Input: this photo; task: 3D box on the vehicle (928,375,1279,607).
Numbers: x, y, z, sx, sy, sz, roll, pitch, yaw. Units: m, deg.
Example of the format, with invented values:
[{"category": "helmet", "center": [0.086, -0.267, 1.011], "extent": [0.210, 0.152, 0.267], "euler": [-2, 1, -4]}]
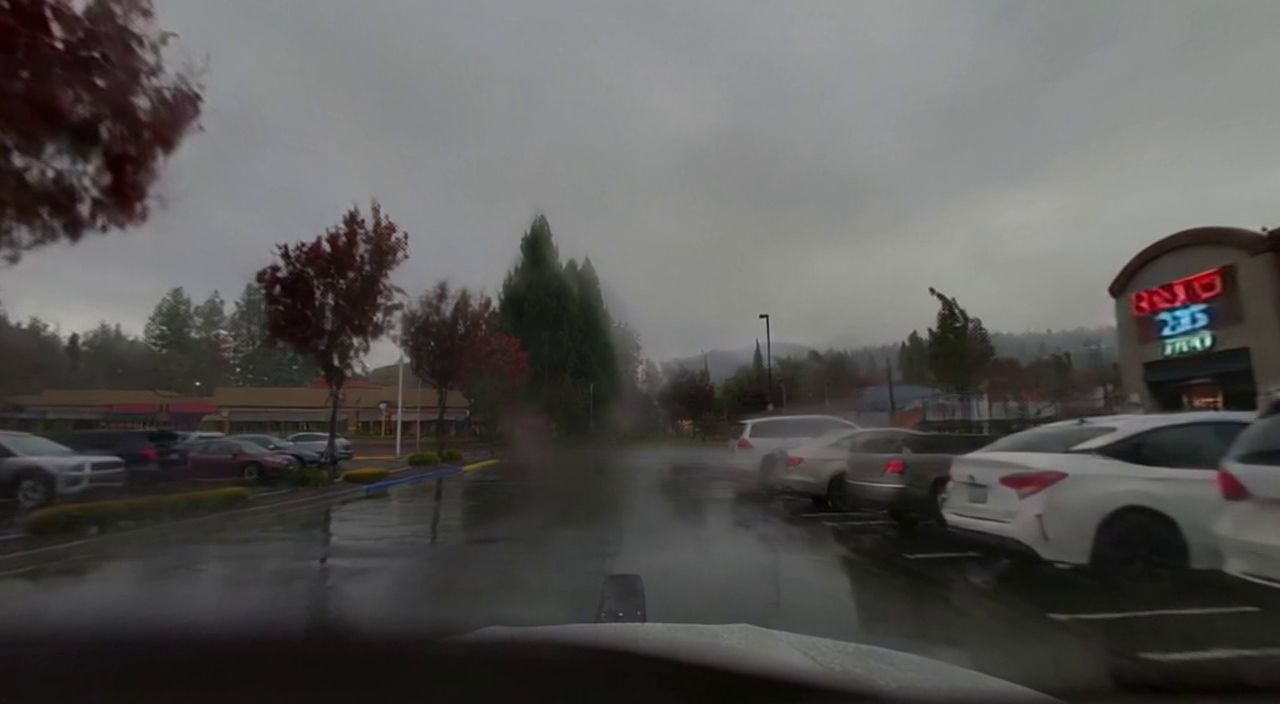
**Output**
[{"category": "vehicle", "center": [5.778, 1.214, 6.152], "extent": [4.785, 1.761, 2.292], "euler": [0, -8, -3]}]

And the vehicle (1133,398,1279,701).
[{"category": "vehicle", "center": [5.461, 0.969, 3.093], "extent": [4.449, 1.513, 2.087], "euler": [0, -8, -5]}]
